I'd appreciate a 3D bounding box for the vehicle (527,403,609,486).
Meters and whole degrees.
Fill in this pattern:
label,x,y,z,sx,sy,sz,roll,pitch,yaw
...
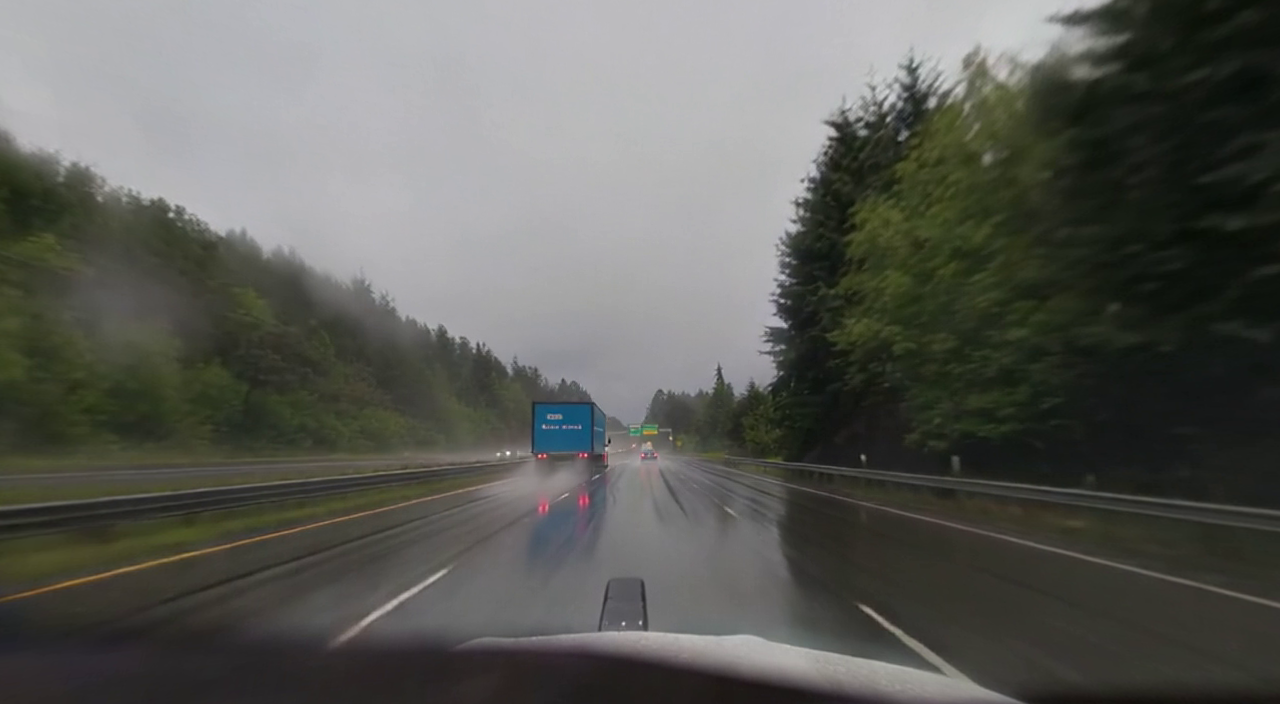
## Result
label,x,y,z,sx,sy,sz,roll,pitch,yaw
vehicle,-2.920,4.063,27.588,2.695,3.151,6.885,0,-9,0
